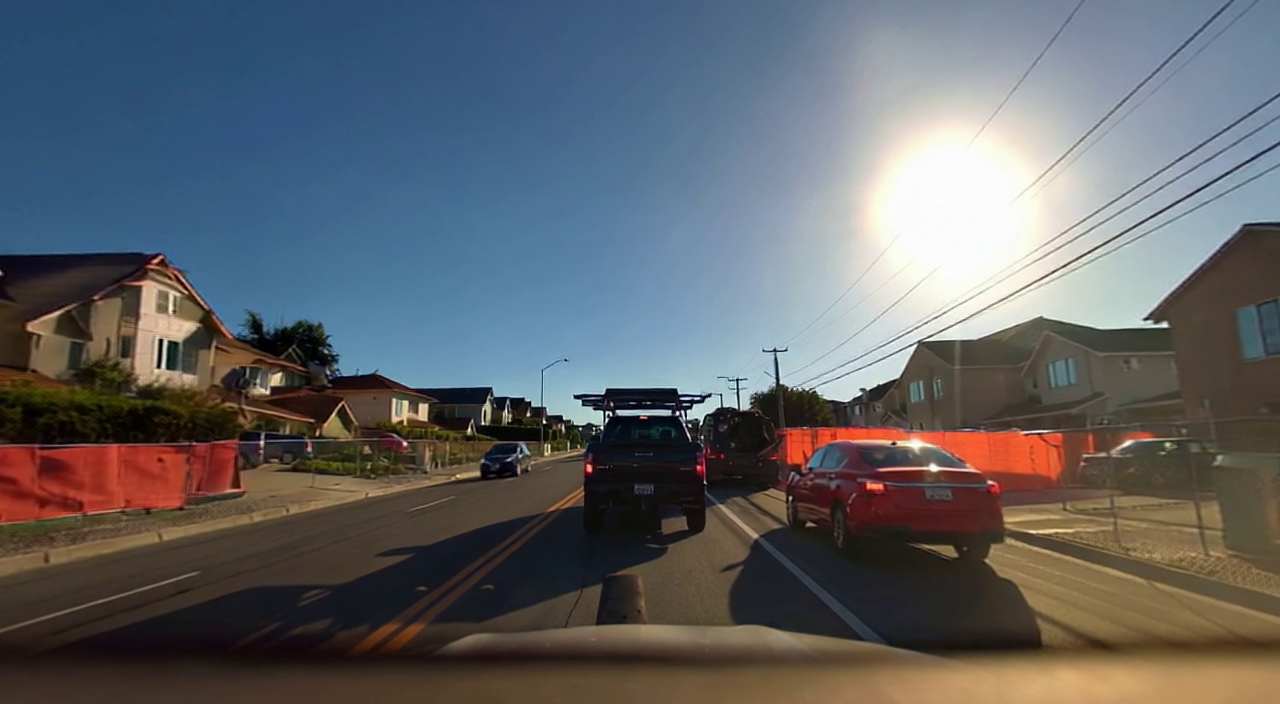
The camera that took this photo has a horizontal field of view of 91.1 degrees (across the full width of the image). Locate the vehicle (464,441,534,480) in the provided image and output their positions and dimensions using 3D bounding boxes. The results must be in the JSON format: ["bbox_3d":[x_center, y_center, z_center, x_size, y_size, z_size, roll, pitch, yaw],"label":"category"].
[{"bbox_3d":[-6.022,4.692,27.419,1.953,1.528,4.492,0,-8,1],"label":"vehicle"}]

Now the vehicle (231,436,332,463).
[{"bbox_3d":[-20.345,5.525,35.724,4.706,1.468,1.817,-1,-8,3],"label":"vehicle"}]

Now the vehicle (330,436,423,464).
[{"bbox_3d":[-15.040,5.616,36.019,4.490,1.500,1.875,0,-8,-2],"label":"vehicle"}]

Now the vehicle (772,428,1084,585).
[{"bbox_3d":[3.273,1.833,8.386,2.010,1.499,4.481,0,-8,0],"label":"vehicle"}]

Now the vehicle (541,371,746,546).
[{"bbox_3d":[0.074,1.906,11.742,2.751,2.361,6.347,0,-8,0],"label":"vehicle"}]
